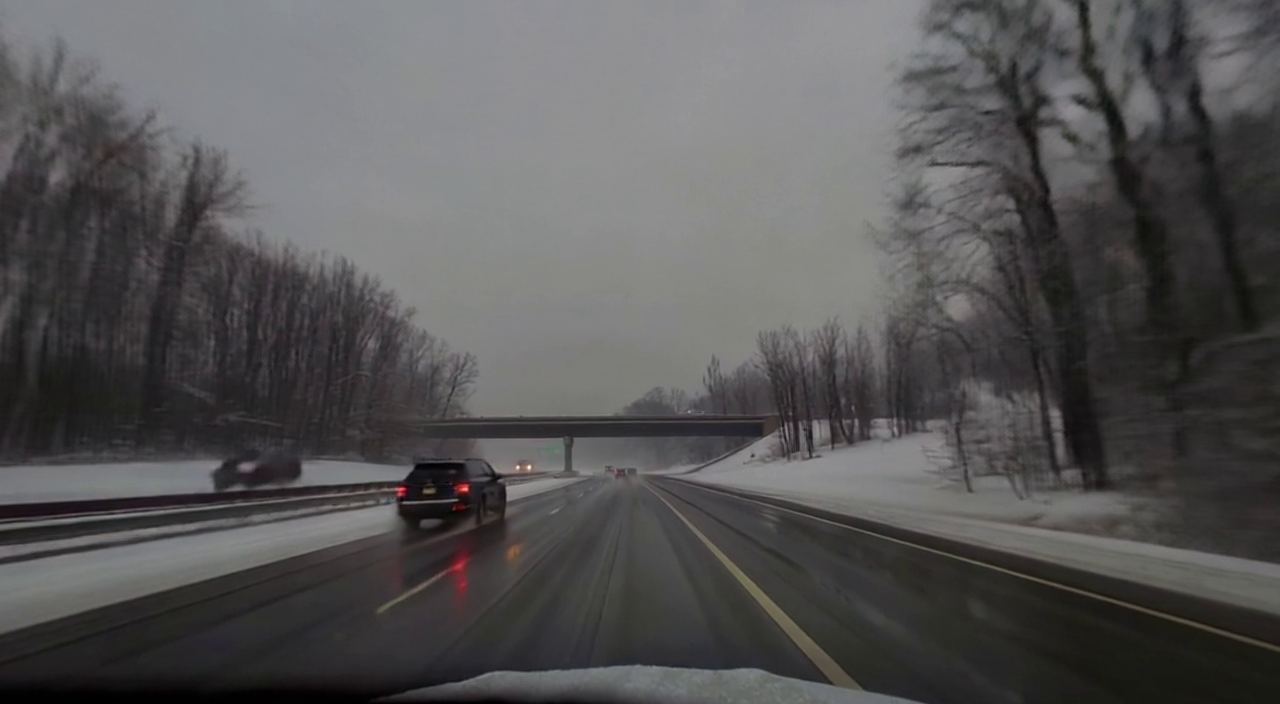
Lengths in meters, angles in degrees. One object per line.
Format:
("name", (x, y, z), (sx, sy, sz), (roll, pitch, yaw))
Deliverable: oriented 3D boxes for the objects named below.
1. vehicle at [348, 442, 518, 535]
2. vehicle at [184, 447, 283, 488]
("vehicle", (-4.495, 3.119, 14.767), (2.286, 1.757, 5.057), (1, -11, 0))
("vehicle", (-17.237, 4.954, 26.939), (1.735, 1.581, 3.830), (1, -11, -2))
